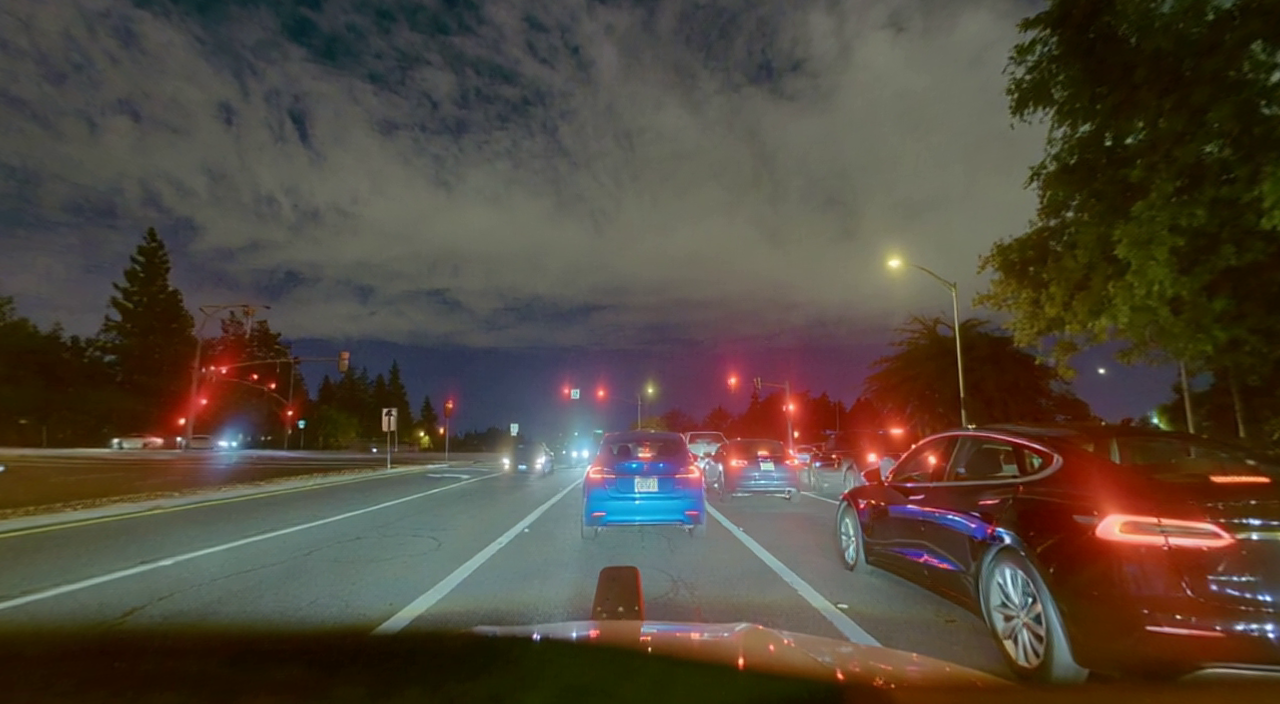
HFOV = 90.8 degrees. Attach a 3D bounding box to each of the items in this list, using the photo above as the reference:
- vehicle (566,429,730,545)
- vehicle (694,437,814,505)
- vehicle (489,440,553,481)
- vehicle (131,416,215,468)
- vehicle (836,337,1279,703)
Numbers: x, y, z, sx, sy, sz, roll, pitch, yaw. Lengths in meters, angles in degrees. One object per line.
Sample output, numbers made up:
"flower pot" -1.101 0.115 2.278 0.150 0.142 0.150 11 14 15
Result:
"vehicle" 0.025 2.084 10.460 2.147 1.499 4.240 0 -8 -2
"vehicle" 2.692 2.933 16.029 2.058 1.466 4.208 0 -8 -3
"vehicle" -4.638 4.289 25.248 1.972 1.457 4.171 0 -8 -4
"vehicle" -29.251 5.627 39.700 2.608 2.990 3.026 2 -8 3
"vehicle" 3.180 1.105 4.297 2.167 1.676 4.443 0 -8 -1
